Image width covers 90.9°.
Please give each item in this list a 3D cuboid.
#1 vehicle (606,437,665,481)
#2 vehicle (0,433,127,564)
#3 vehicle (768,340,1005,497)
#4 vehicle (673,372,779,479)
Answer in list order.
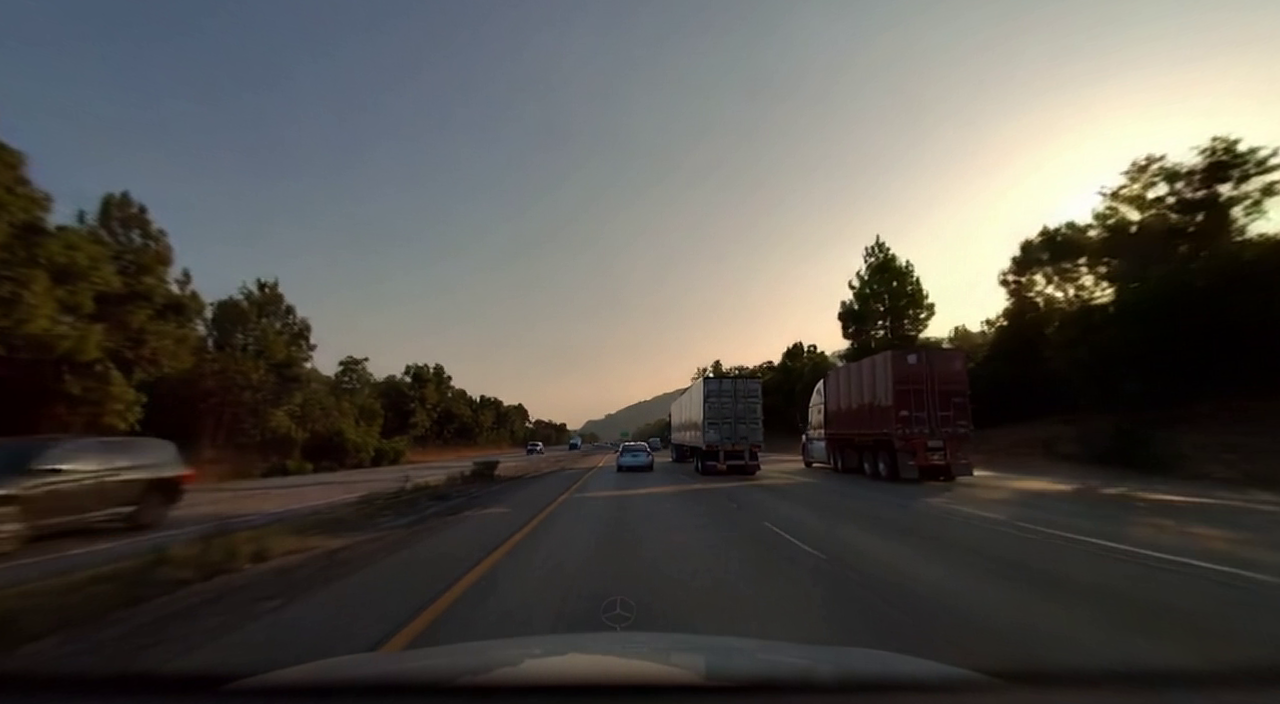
[{"bbox_3d":[-0.207,3.953,23.660,2.038,1.477,3.773,0,-8,-2],"label":"vehicle"},{"bbox_3d":[-8.282,1.673,7.146,1.841,1.488,3.664,0,-8,-1],"label":"vehicle"},{"bbox_3d":[7.894,2.661,23.628,2.876,4.111,14.145,0,-8,-1],"label":"vehicle"},{"bbox_3d":[3.671,3.740,31.249,2.888,4.099,14.183,0,-8,-2],"label":"vehicle"}]
